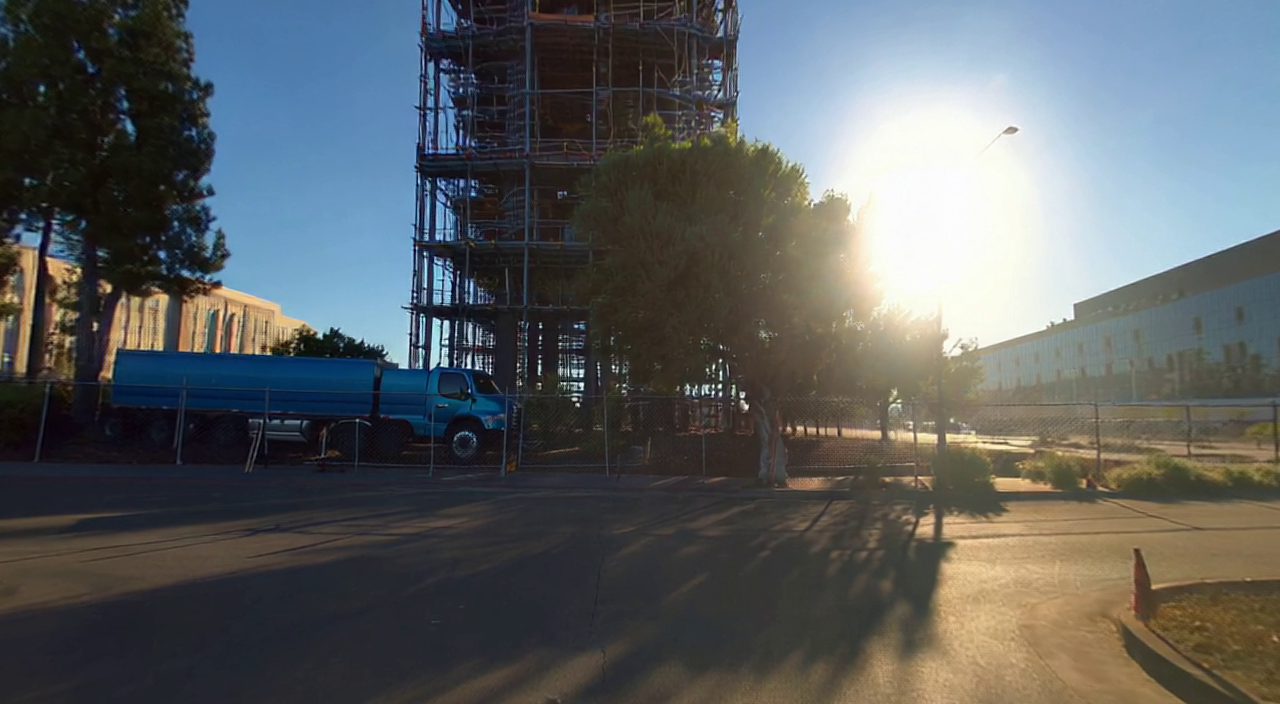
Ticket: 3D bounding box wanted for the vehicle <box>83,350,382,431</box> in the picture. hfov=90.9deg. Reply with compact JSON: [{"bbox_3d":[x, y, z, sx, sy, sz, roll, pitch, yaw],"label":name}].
[{"bbox_3d":[-22.754,2.420,36.444,14.067,4.099,2.832,3,-7,-15],"label":"vehicle"}]
